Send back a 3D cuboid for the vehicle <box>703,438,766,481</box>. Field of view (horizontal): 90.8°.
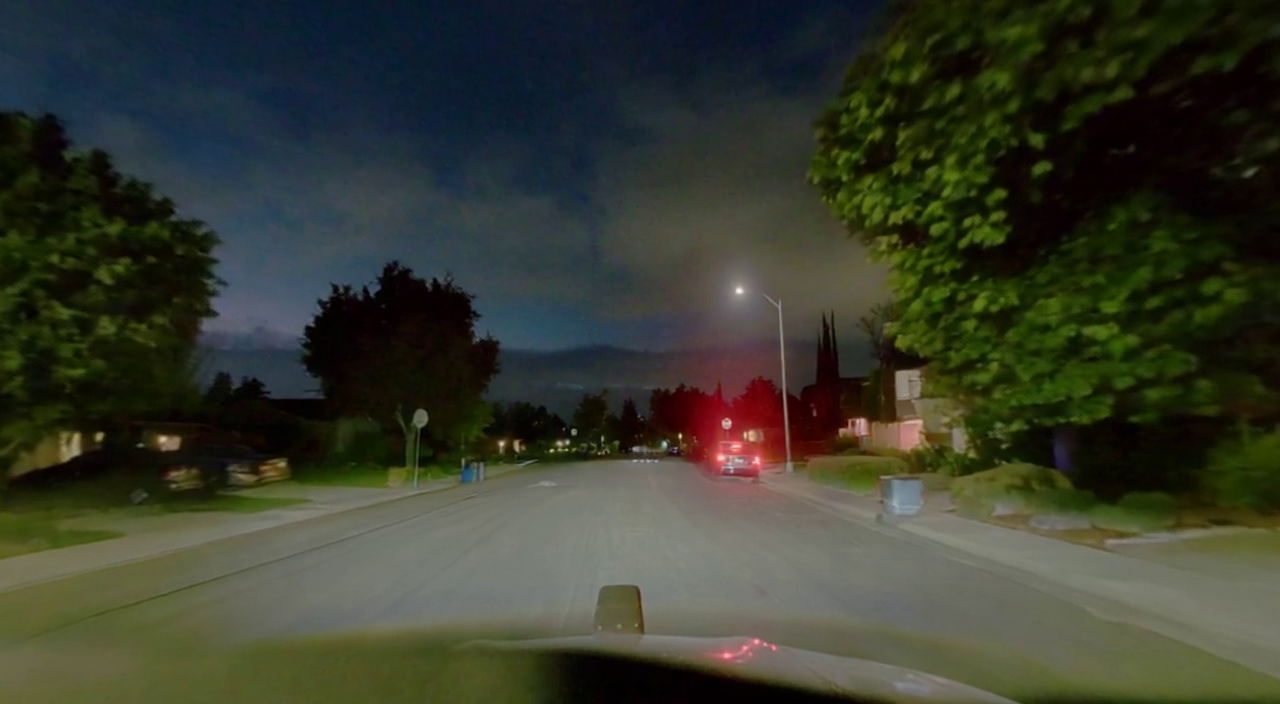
[{"bbox_3d":[3.585,4.161,24.686,1.975,1.528,4.000,0,-9,2],"label":"vehicle"}]

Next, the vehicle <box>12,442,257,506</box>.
[{"bbox_3d":[-12.983,3.150,16.517,4.572,1.522,1.999,1,-9,-3],"label":"vehicle"}]
